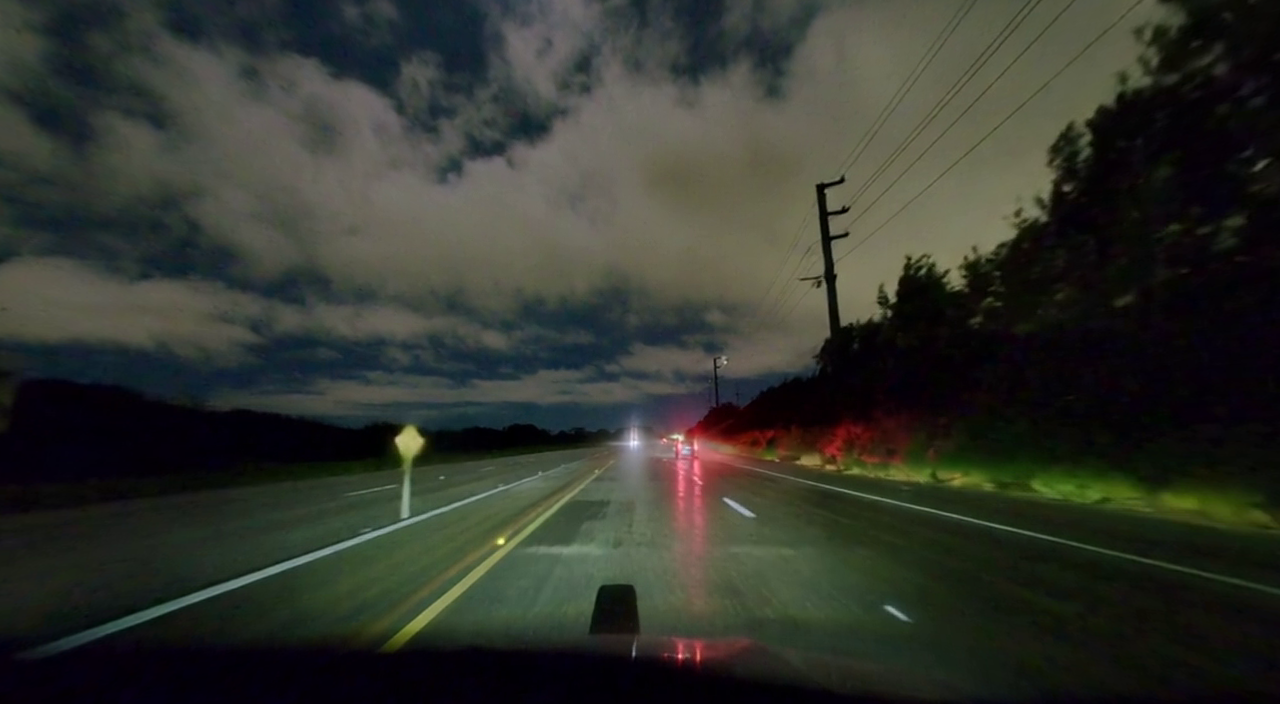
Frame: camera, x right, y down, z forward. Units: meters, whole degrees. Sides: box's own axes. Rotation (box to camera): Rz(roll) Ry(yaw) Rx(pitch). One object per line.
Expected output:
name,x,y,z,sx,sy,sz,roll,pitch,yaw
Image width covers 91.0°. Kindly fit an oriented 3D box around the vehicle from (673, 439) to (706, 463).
vehicle,3.429,6.958,44.542,1.977,1.581,4.428,0,-8,0
